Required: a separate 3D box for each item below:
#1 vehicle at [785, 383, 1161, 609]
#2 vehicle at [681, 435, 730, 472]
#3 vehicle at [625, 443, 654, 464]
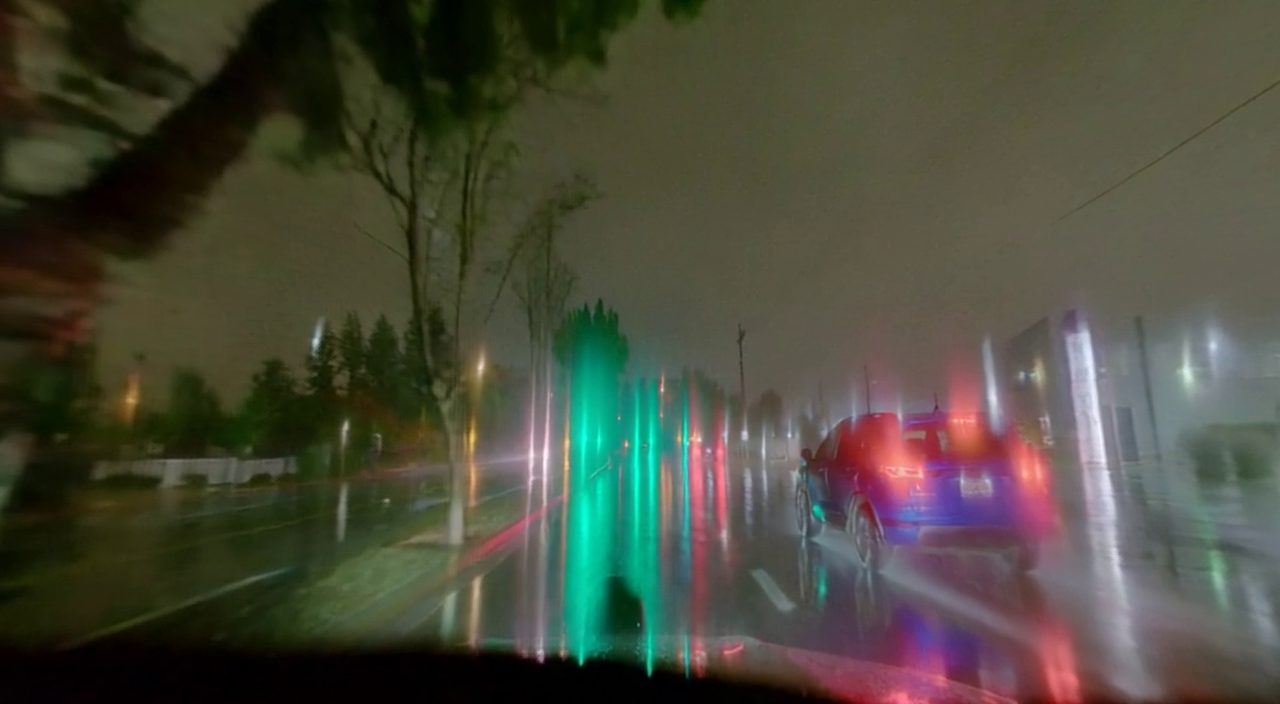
[{"bbox_3d":[3.276,1.518,7.481,2.033,1.865,4.360,0,-8,0],"label":"vehicle"},{"bbox_3d":[3.486,5.513,34.432,2.085,1.828,5.383,0,-8,0],"label":"vehicle"},{"bbox_3d":[-0.026,7.576,47.171,2.131,1.474,4.146,0,-8,0],"label":"vehicle"}]
